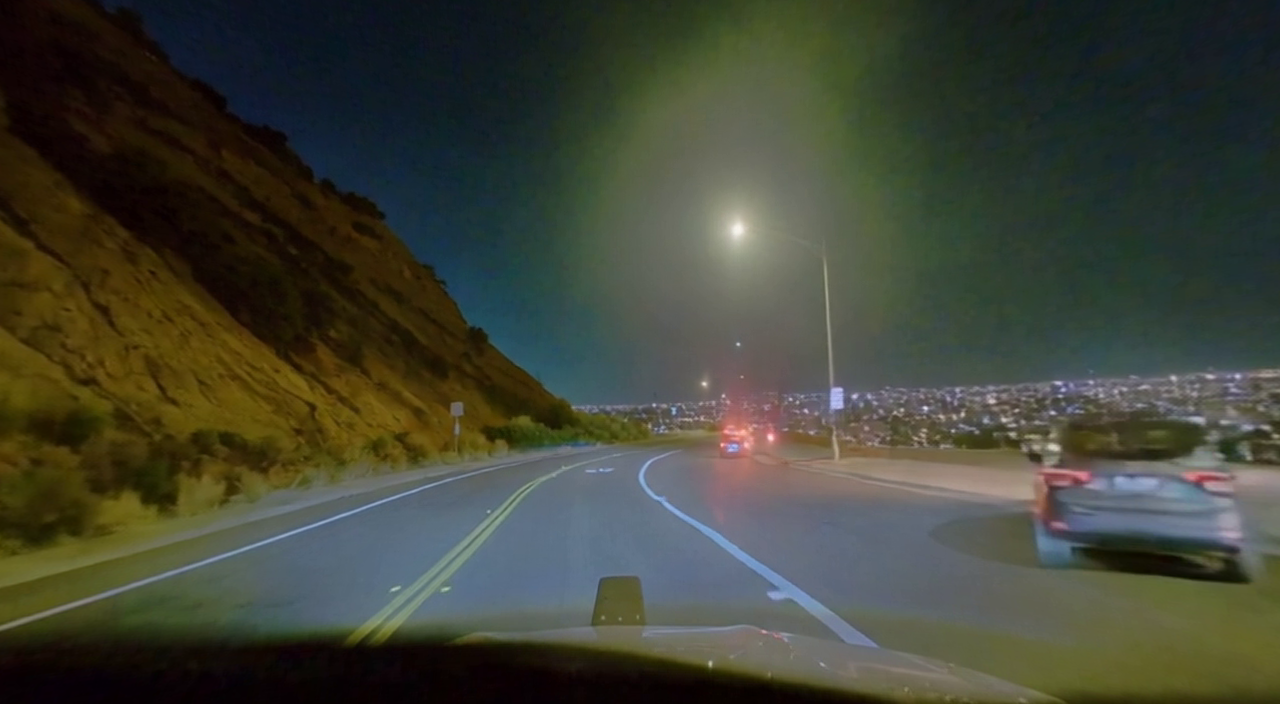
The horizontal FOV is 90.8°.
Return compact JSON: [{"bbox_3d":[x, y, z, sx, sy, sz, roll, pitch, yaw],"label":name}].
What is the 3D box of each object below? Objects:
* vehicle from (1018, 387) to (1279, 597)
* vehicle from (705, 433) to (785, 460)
[{"bbox_3d":[6.247,1.432,7.186,4.453,1.667,2.064,8,-12,-43],"label":"vehicle"},{"bbox_3d":[6.655,5.911,39.873,4.963,1.585,2.155,6,-10,-38],"label":"vehicle"}]
